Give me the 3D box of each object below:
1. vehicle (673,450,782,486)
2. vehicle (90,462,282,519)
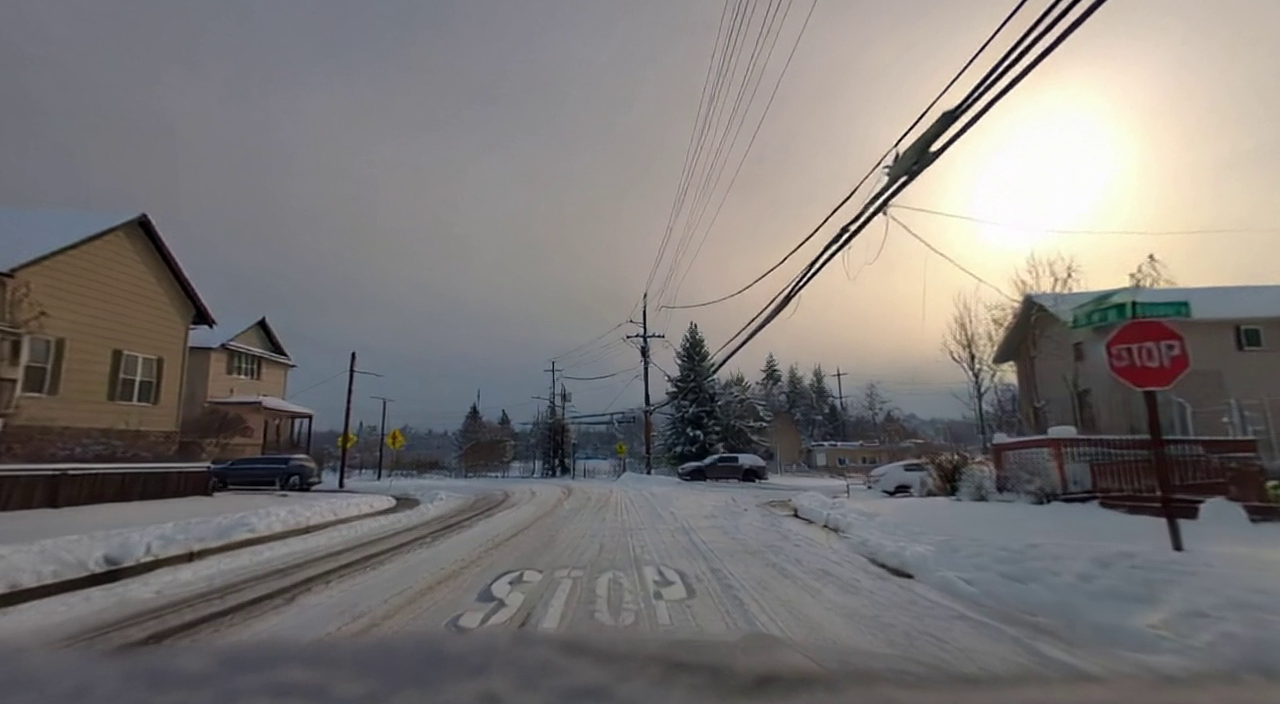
[{"bbox_3d":[4.883,6.492,35.482,5.578,1.842,2.300,3,-10,-12],"label":"vehicle"},{"bbox_3d":[-13.257,4.048,18.698,4.146,1.535,1.862,0,-9,-3],"label":"vehicle"}]
